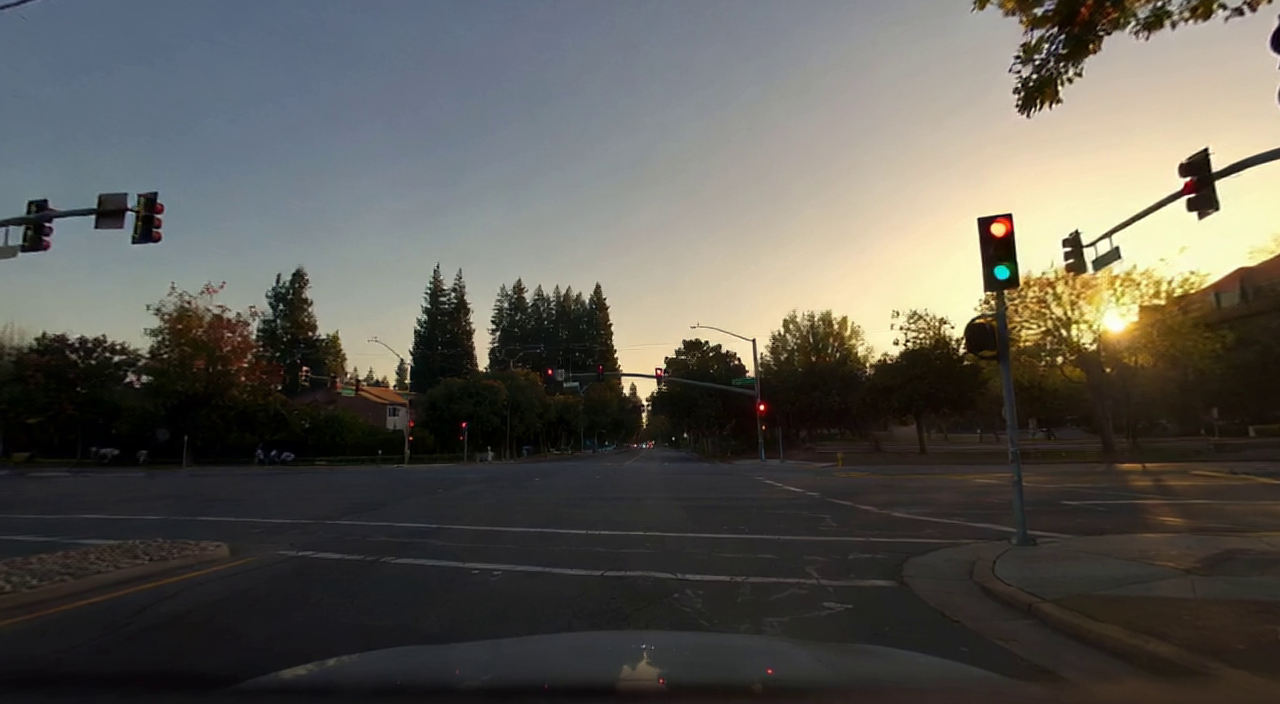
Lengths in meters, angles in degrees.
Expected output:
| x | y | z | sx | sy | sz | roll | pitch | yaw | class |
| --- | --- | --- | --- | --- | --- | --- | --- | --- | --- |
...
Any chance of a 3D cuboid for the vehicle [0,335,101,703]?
| x | y | z | sx | sy | sz | roll | pitch | yaw | class |
| --- | --- | --- | --- | --- | --- | --- | --- | --- | --- |
| -3.267 | 0.517 | 0.409 | 1.954 | 1.689 | 4.347 | 0 | -8 | 0 | vehicle |
